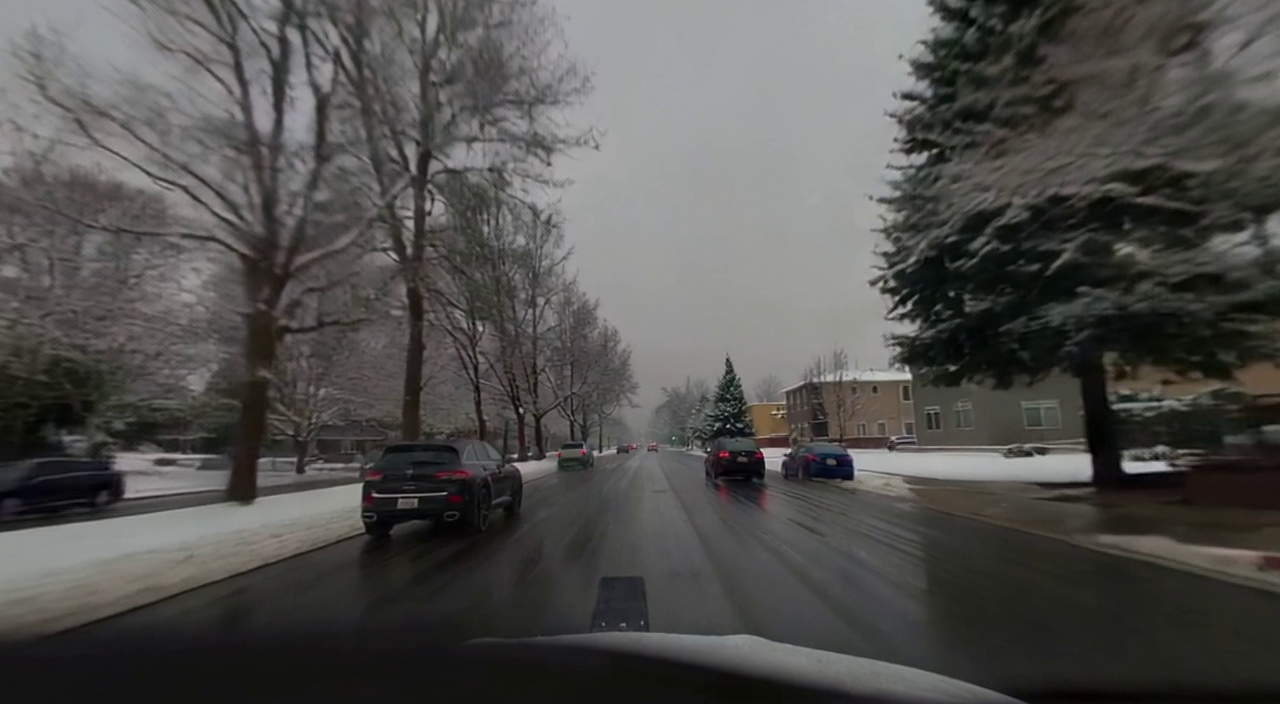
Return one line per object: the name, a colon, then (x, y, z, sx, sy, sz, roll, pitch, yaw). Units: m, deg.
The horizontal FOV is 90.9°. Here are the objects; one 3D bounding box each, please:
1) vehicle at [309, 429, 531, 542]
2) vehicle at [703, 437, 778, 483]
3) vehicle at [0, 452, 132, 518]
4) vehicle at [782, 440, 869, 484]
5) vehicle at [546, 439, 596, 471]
vehicle: (-3.315, 2.096, 10.621, 2.053, 1.480, 4.381, 0, -8, 2)
vehicle: (3.565, 3.921, 23.169, 2.010, 1.486, 4.498, 0, -8, 0)
vehicle: (-18.907, 4.031, 19.539, 2.033, 1.795, 5.027, 0, -8, 0)
vehicle: (6.658, 3.971, 23.119, 1.912, 1.433, 4.265, 0, -8, 0)
vehicle: (-3.484, 5.319, 32.737, 1.988, 1.497, 4.404, 0, -8, 2)
